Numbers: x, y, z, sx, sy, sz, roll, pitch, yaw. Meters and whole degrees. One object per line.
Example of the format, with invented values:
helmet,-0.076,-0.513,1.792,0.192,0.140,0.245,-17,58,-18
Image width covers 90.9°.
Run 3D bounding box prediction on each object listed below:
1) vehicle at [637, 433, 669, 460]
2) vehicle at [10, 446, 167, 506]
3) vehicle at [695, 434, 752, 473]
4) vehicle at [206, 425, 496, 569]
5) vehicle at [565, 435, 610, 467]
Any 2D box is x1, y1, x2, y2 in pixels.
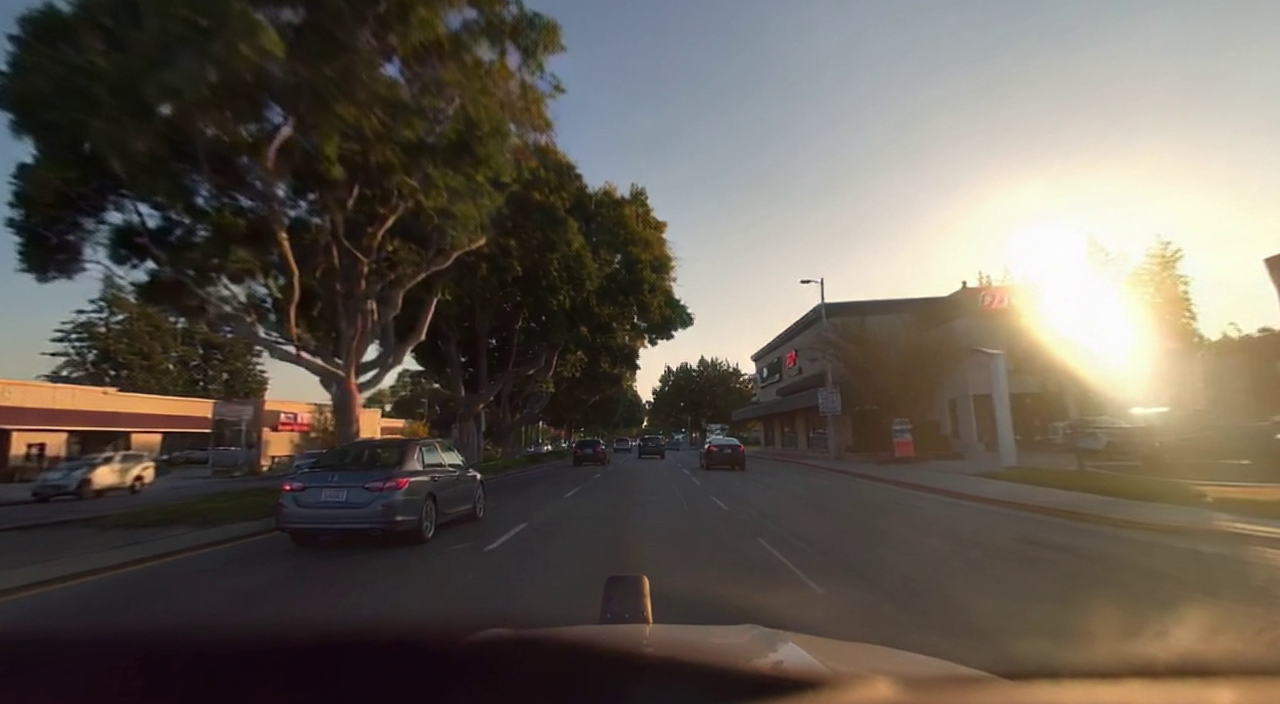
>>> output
vehicle,0.942,6.885,45.902,2.193,1.873,4.033,0,-8,1
vehicle,-22.352,4.964,25.917,2.073,1.855,5.159,-4,-6,-3
vehicle,3.551,4.404,27.526,1.922,1.579,3.642,0,-8,-1
vehicle,-3.543,1.838,8.843,1.908,1.481,4.351,0,-8,1
vehicle,-2.807,5.450,34.799,2.026,1.665,4.193,0,-8,1
